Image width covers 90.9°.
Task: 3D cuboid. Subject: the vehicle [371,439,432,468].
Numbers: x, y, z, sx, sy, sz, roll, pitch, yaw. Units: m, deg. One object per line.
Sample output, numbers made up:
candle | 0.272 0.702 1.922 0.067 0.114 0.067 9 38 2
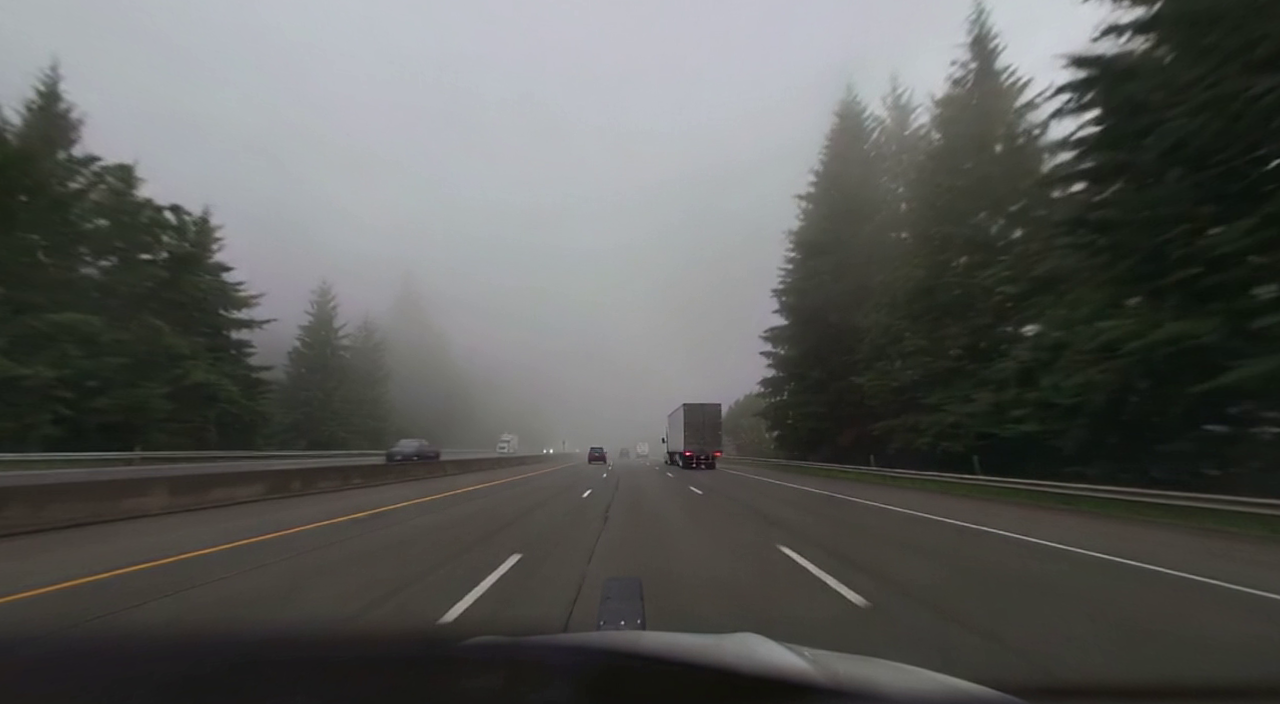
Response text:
vehicle | -13.296 5.703 35.403 1.896 1.520 4.043 0 -9 -2

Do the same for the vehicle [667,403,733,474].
vehicle | 3.741 6.005 42.999 2.950 4.033 13.276 0 -9 -1
